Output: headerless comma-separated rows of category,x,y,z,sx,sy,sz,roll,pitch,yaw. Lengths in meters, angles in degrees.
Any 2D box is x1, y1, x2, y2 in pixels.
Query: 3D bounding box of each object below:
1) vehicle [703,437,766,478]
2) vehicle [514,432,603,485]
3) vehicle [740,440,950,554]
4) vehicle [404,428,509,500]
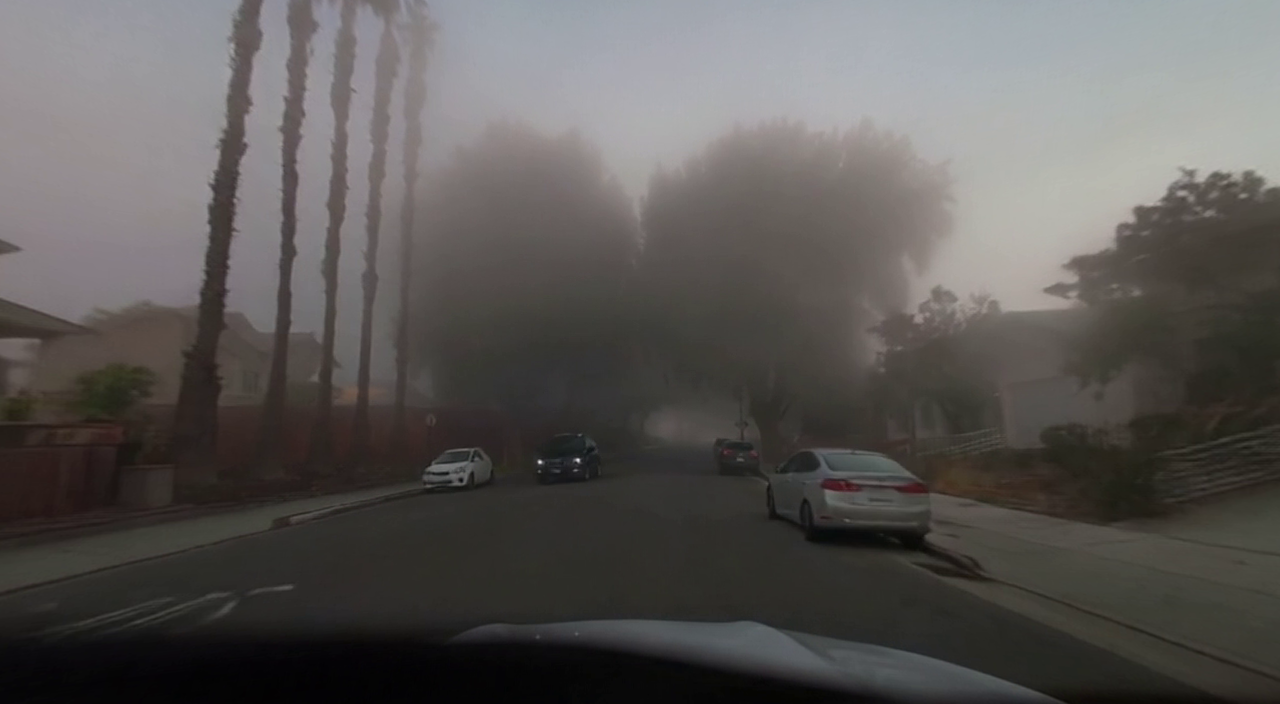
vehicle,3.705,4.221,25.400,2.045,1.519,4.231,-1,-9,2
vehicle,-2.924,4.012,23.921,2.305,1.781,4.834,-1,-9,6
vehicle,3.028,2.215,10.380,1.942,1.465,4.123,0,-9,-2
vehicle,-6.661,4.307,23.529,2.053,1.713,4.850,-3,-21,5
